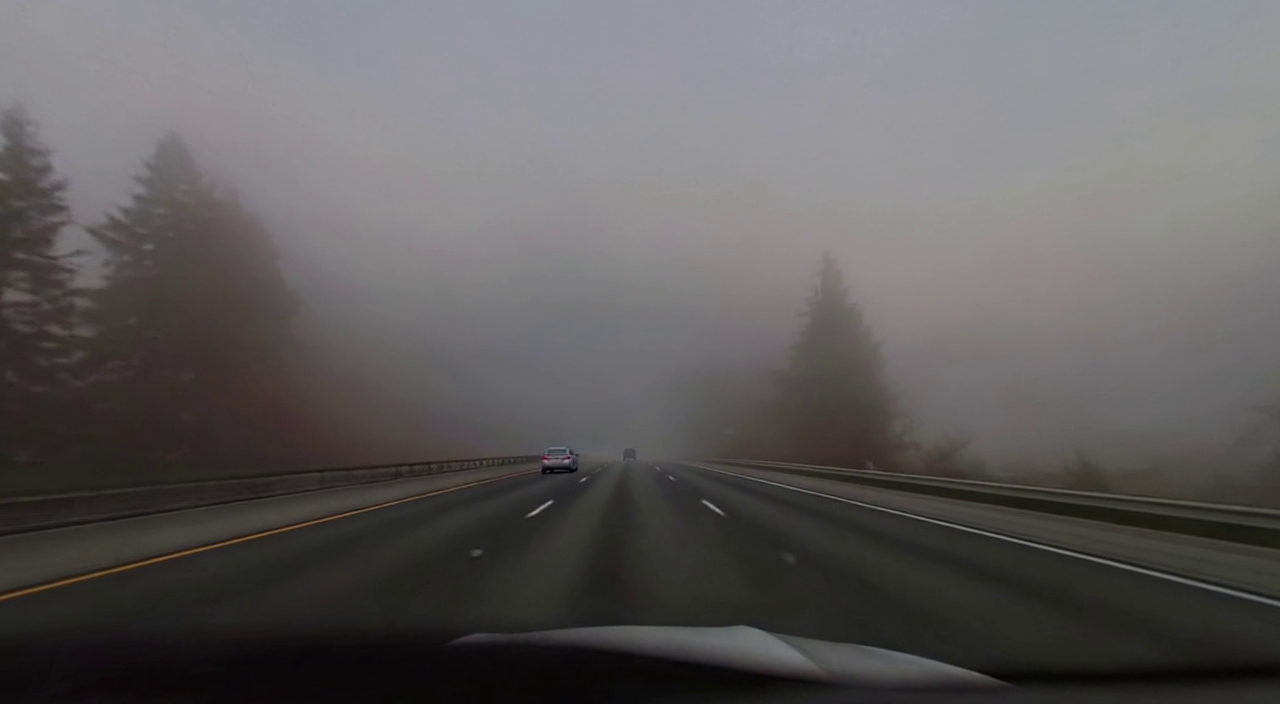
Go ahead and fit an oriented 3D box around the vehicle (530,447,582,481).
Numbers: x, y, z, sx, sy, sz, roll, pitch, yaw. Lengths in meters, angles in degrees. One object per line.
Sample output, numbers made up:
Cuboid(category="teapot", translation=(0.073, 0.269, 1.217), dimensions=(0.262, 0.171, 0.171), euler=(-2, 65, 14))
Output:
Cuboid(category="vehicle", translation=(-3.982, 5.352, 30.348), dimensions=(1.970, 1.492, 3.944), euler=(0, -9, 0))
